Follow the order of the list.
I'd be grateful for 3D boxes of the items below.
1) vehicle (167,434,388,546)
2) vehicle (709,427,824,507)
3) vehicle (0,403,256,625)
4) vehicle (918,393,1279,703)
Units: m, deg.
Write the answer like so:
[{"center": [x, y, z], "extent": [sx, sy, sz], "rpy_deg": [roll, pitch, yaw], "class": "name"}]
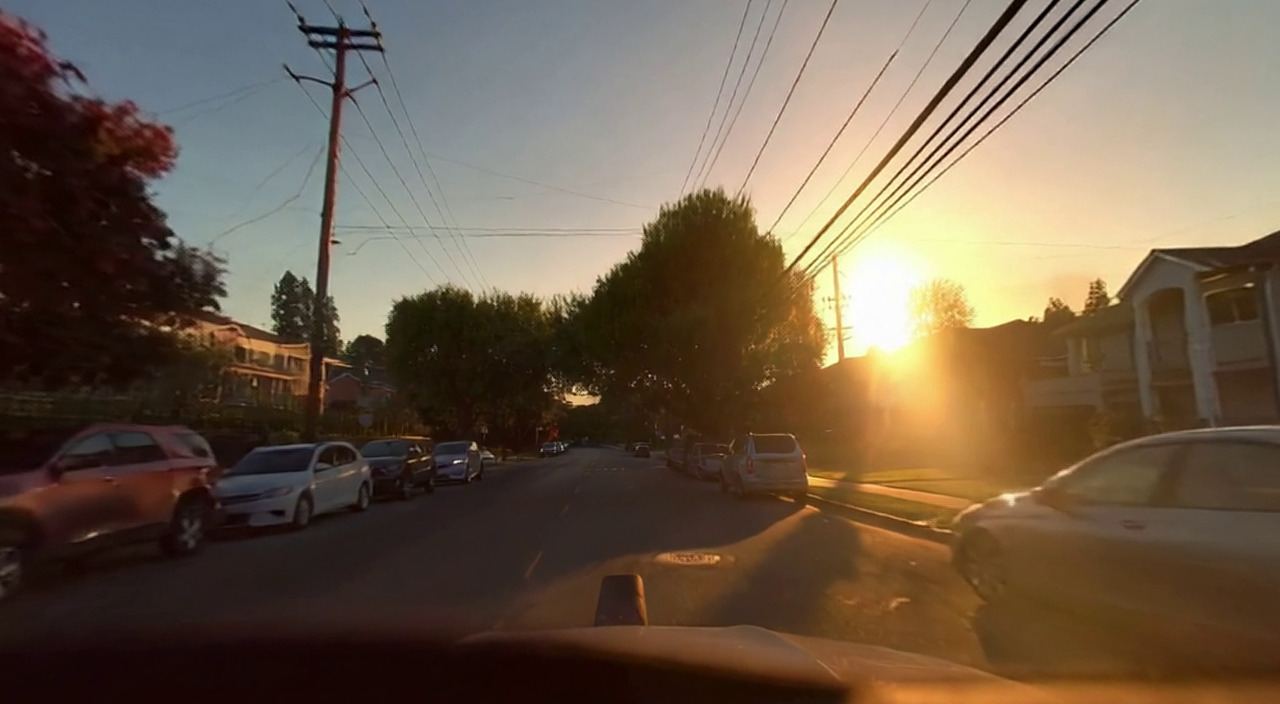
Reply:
[{"center": [-6.384, 2.373, 11.814], "extent": [1.863, 1.561, 4.380], "rpy_deg": [-3, -7, -5], "class": "vehicle"}, {"center": [3.056, 2.886, 16.233], "extent": [1.936, 1.756, 4.127], "rpy_deg": [0, -9, -2], "class": "vehicle"}, {"center": [-6.291, 1.495, 6.513], "extent": [2.094, 1.766, 4.482], "rpy_deg": [1, -8, -5], "class": "vehicle"}, {"center": [3.895, 1.117, 3.876], "extent": [1.910, 1.567, 4.856], "rpy_deg": [0, -9, -3], "class": "vehicle"}]
